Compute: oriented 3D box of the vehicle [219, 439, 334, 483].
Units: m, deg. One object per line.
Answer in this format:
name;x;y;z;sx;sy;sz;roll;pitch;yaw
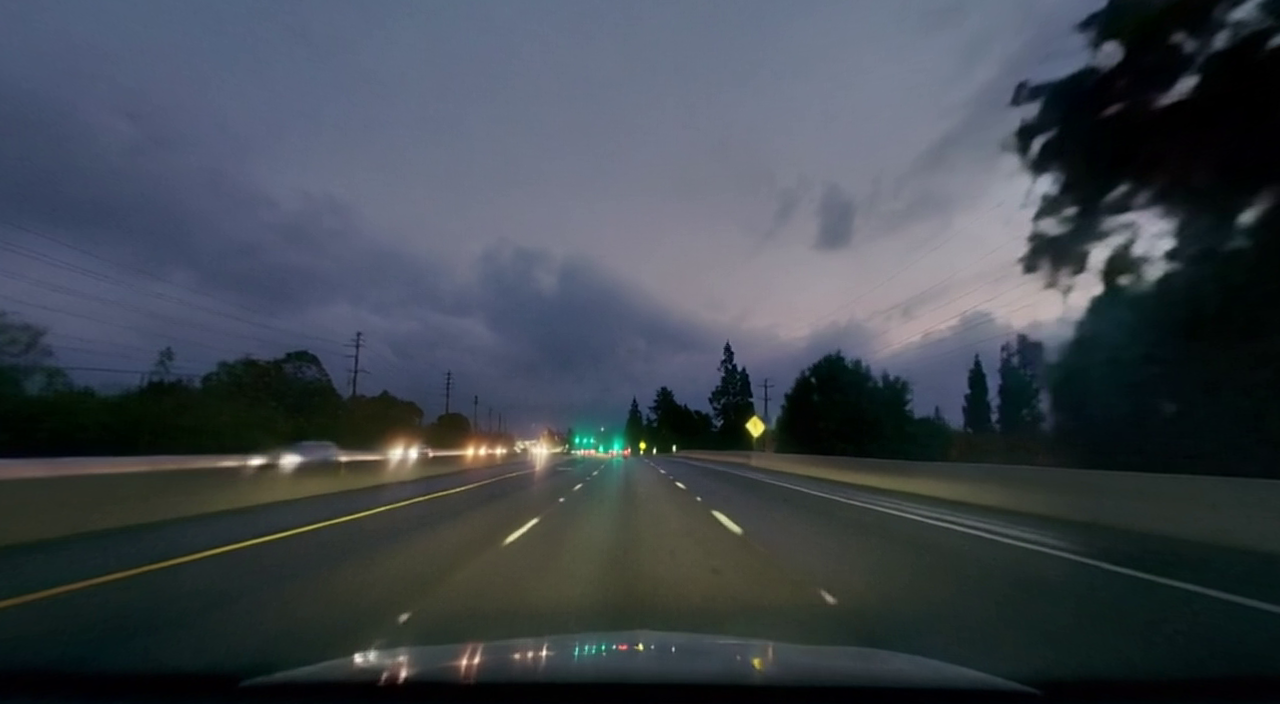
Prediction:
vehicle;-14.263;4.301;25.150;1.961;1.565;4.514;0;-9;-1
